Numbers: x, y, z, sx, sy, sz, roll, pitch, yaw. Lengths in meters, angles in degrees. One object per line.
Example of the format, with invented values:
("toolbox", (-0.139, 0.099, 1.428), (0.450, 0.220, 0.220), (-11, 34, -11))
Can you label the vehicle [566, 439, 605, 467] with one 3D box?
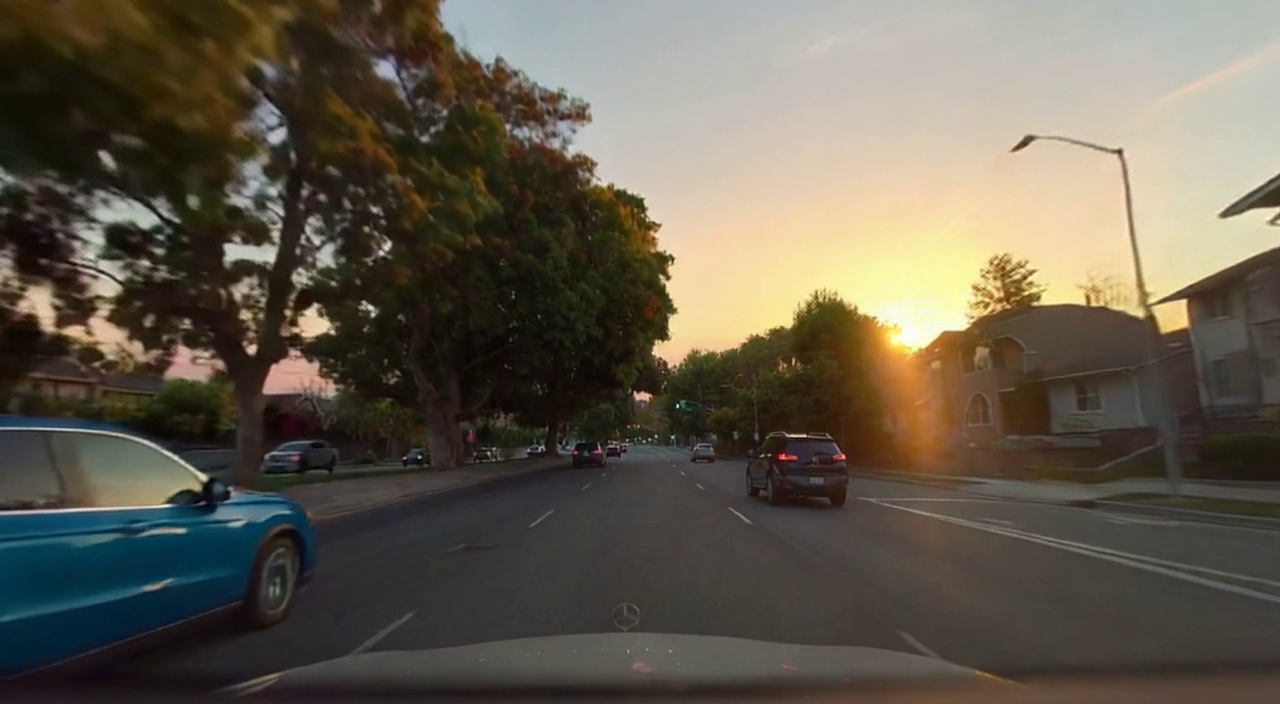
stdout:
("vehicle", (-3.237, 6.101, 38.364), (1.988, 1.569, 4.202), (0, -8, 0))

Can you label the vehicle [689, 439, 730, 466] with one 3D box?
("vehicle", (4.599, 6.725, 42.465), (2.169, 1.669, 4.037), (0, -8, -1))

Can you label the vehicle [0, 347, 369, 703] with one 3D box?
("vehicle", (-3.468, 0.968, 3.312), (2.045, 1.688, 4.632), (0, -8, 0))

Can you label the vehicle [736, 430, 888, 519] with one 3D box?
("vehicle", (3.593, 2.639, 14.174), (2.132, 1.659, 4.387), (0, -8, -1))
